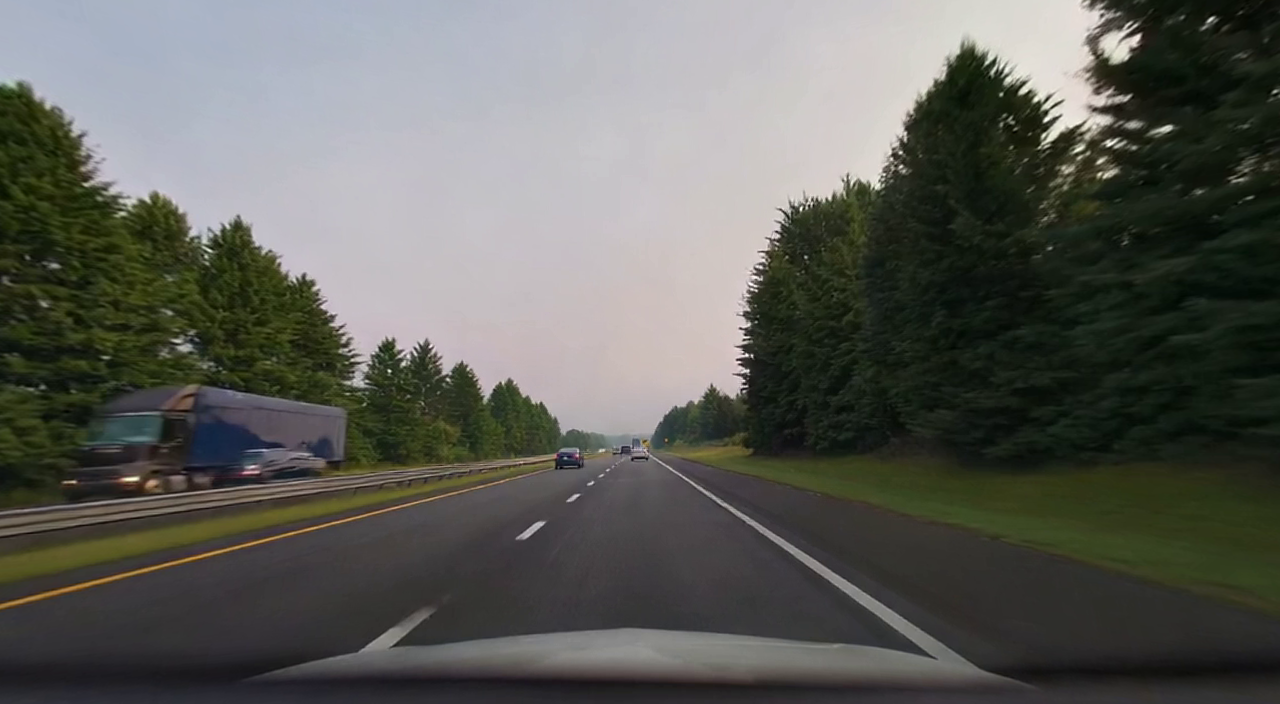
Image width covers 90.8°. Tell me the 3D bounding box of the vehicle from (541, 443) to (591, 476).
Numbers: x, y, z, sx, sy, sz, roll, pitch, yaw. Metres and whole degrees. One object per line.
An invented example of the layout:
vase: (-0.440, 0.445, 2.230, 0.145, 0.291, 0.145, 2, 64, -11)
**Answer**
vehicle: (-3.888, 5.756, 33.963, 2.182, 1.629, 4.263, 0, -9, 0)

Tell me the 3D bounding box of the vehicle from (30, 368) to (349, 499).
vehicle: (-16.814, 3.495, 26.128, 2.854, 3.933, 14.220, 0, -9, -1)

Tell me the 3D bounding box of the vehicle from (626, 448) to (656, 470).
vehicle: (0.088, 7.605, 45.193, 2.046, 1.452, 4.407, 0, -9, 0)
